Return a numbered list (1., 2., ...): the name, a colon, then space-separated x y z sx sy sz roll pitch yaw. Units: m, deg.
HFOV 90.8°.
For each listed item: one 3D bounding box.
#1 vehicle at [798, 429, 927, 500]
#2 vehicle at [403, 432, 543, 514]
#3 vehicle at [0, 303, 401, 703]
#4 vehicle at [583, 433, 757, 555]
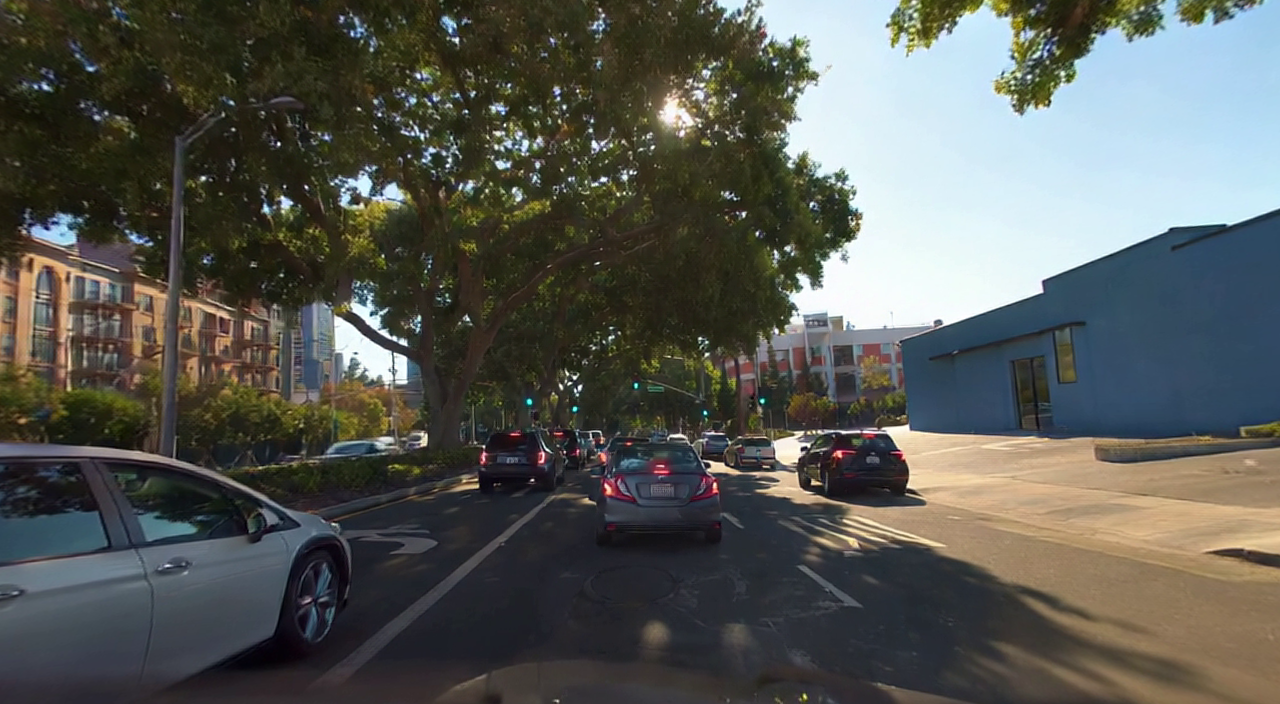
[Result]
1. vehicle: 6.342 3.250 18.692 2.025 1.808 4.579 0 -9 -2
2. vehicle: -3.506 2.624 14.229 1.901 1.522 4.556 0 -9 0
3. vehicle: -3.268 0.932 3.392 2.152 1.802 4.628 0 -9 0
4. vehicle: 0.269 1.995 9.574 2.095 1.438 3.843 0 -9 -3
